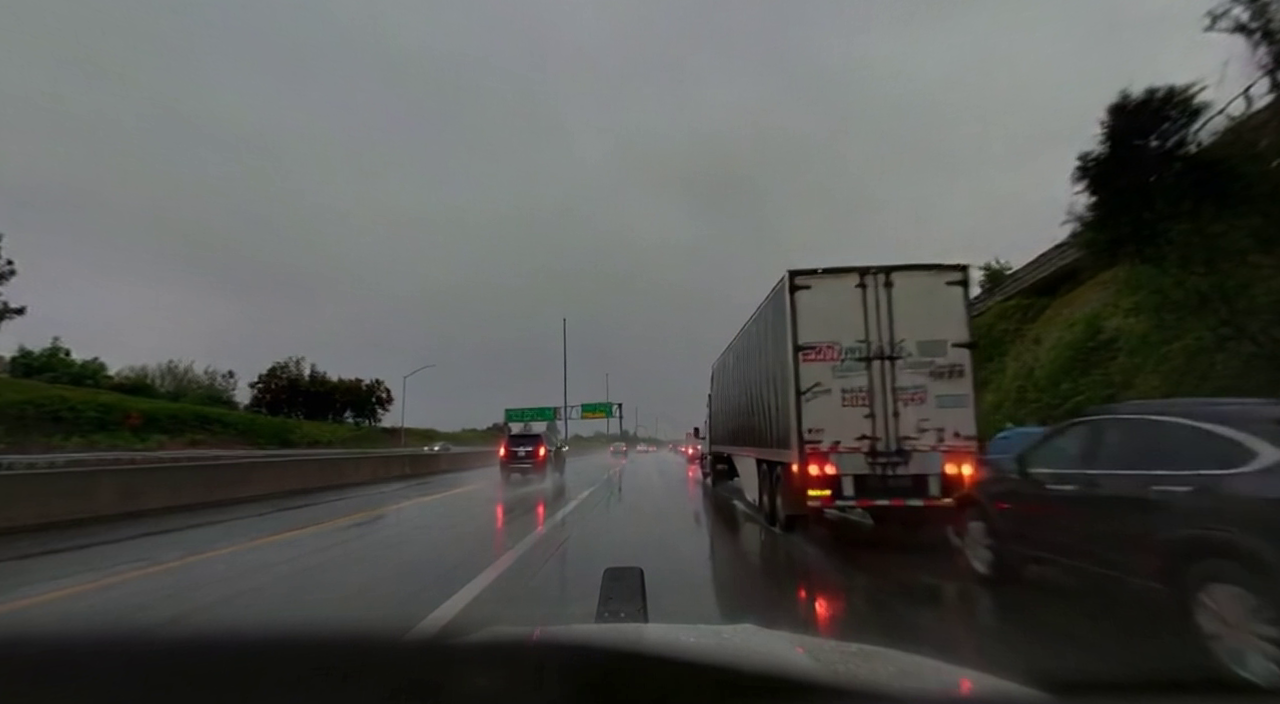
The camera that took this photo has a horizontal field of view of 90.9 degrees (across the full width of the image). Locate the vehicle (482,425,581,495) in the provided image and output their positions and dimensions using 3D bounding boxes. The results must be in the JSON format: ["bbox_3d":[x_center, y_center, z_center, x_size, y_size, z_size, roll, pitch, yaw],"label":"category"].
[{"bbox_3d":[-2.959,3.072,18.177,2.006,1.741,4.277,-1,-9,1],"label":"vehicle"}]

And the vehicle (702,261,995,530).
[{"bbox_3d":[3.951,1.803,17.607,2.903,4.190,15.630,-1,-9,0],"label":"vehicle"}]

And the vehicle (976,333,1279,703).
[{"bbox_3d":[3.987,0.866,3.495,1.984,1.737,4.064,-1,-9,1],"label":"vehicle"}]
